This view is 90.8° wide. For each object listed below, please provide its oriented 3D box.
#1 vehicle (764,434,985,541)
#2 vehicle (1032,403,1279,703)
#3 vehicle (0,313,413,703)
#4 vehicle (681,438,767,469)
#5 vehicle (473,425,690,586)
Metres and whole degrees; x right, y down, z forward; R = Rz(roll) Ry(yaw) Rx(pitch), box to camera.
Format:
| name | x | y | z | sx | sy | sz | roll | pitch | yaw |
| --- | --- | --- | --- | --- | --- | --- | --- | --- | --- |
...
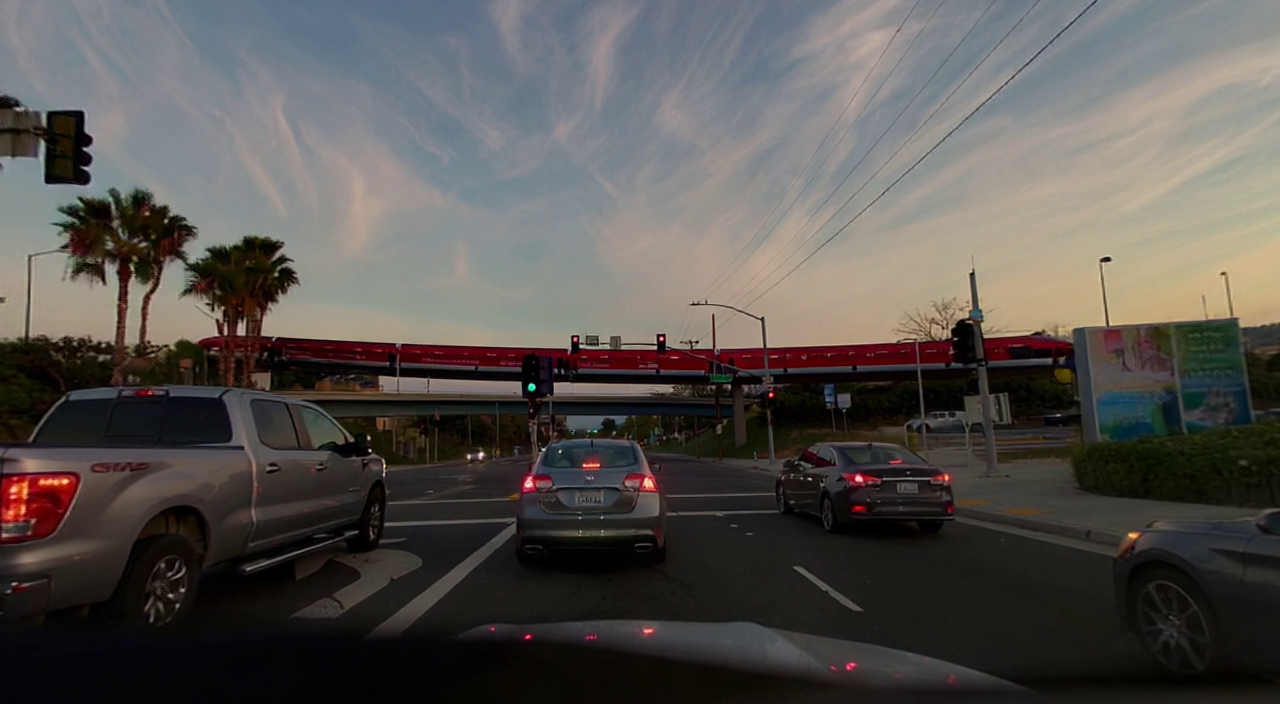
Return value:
| name | x | y | z | sx | sy | sz | roll | pitch | yaw |
| --- | --- | --- | --- | --- | --- | --- | --- | --- | --- |
| vehicle | 3.682 | 2.209 | 10.989 | 1.965 | 1.448 | 4.486 | 0 | -9 | -2 |
| vehicle | 3.873 | 0.892 | 2.211 | 2.052 | 1.496 | 4.541 | 0 | -9 | 0 |
| vehicle | -3.796 | 1.103 | 4.942 | 2.078 | 1.838 | 5.448 | 0 | -9 | -1 |
| vehicle | 4.160 | 5.110 | 31.991 | 1.878 | 1.428 | 4.416 | 5 | -10 | -32 |
| vehicle | -0.645 | 1.749 | 8.064 | 2.035 | 1.491 | 4.090 | 0 | -9 | -3 |
